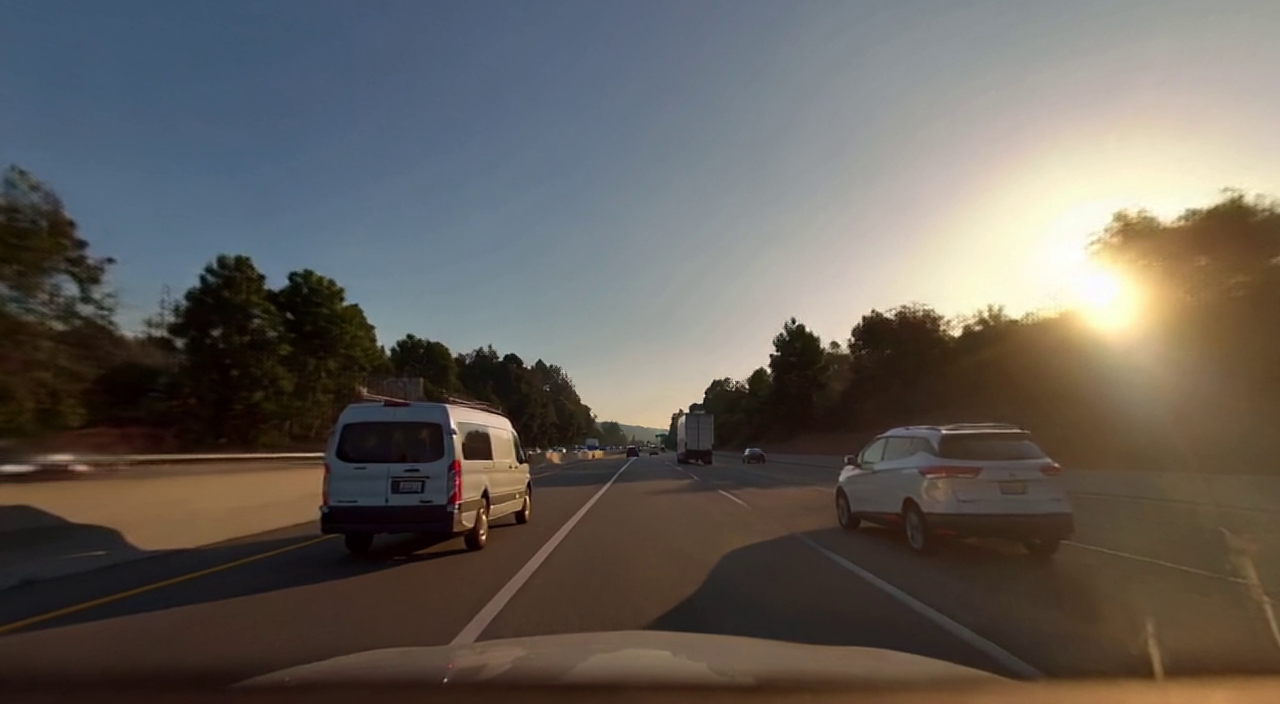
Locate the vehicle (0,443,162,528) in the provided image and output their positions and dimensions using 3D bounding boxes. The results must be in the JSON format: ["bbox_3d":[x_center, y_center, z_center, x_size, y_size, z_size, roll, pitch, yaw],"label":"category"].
[{"bbox_3d":[-11.897,2.560,12.604,1.705,1.445,3.705,0,-8,1],"label":"vehicle"}]

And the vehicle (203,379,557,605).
[{"bbox_3d":[-2.595,1.589,8.164,2.159,1.922,5.345,0,-8,2],"label":"vehicle"}]

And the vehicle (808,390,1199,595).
[{"bbox_3d":[3.965,1.628,8.199,2.209,1.862,4.717,0,-8,-1],"label":"vehicle"}]
